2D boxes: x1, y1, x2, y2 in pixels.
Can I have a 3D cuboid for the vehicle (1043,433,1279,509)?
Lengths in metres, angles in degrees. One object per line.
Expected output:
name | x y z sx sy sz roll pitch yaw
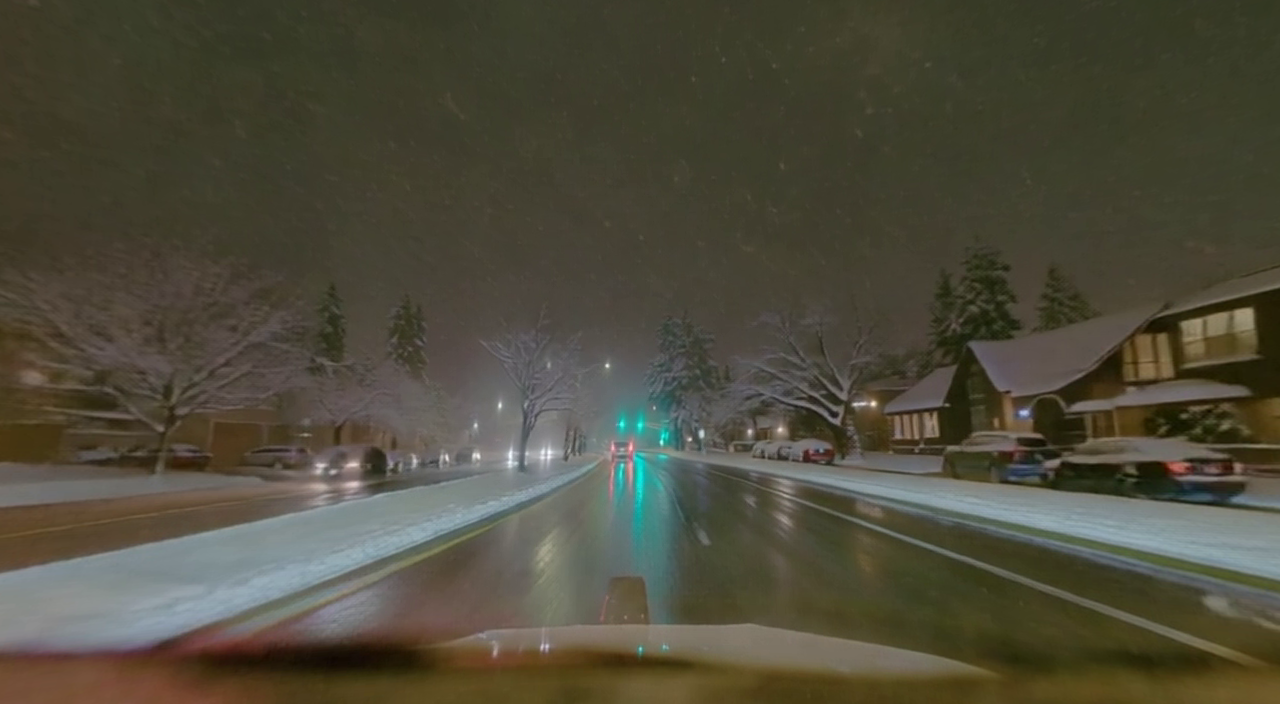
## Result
vehicle | 11.620 2.622 14.377 1.838 1.443 4.563 0 -9 0

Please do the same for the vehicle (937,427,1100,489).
vehicle | 11.562 3.275 19.767 2.156 1.689 4.774 0 -9 1

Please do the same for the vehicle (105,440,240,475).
vehicle | -21.012 4.745 28.443 4.547 1.484 1.914 0 -9 0

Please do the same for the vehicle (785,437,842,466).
vehicle | 11.210 6.457 41.056 2.147 1.767 5.125 0 -9 -1

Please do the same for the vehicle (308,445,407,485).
vehicle | -11.119 4.437 25.181 1.910 1.431 4.426 0 -9 0

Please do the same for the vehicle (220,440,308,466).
vehicle | -23.512 6.336 39.497 4.184 1.528 1.990 0 -9 -3

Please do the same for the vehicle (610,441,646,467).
vehicle | -0.761 6.252 38.805 2.113 1.462 4.203 0 -9 -2

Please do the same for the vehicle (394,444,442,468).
vehicle | -15.632 7.332 44.568 1.884 1.540 3.927 0 -9 0
